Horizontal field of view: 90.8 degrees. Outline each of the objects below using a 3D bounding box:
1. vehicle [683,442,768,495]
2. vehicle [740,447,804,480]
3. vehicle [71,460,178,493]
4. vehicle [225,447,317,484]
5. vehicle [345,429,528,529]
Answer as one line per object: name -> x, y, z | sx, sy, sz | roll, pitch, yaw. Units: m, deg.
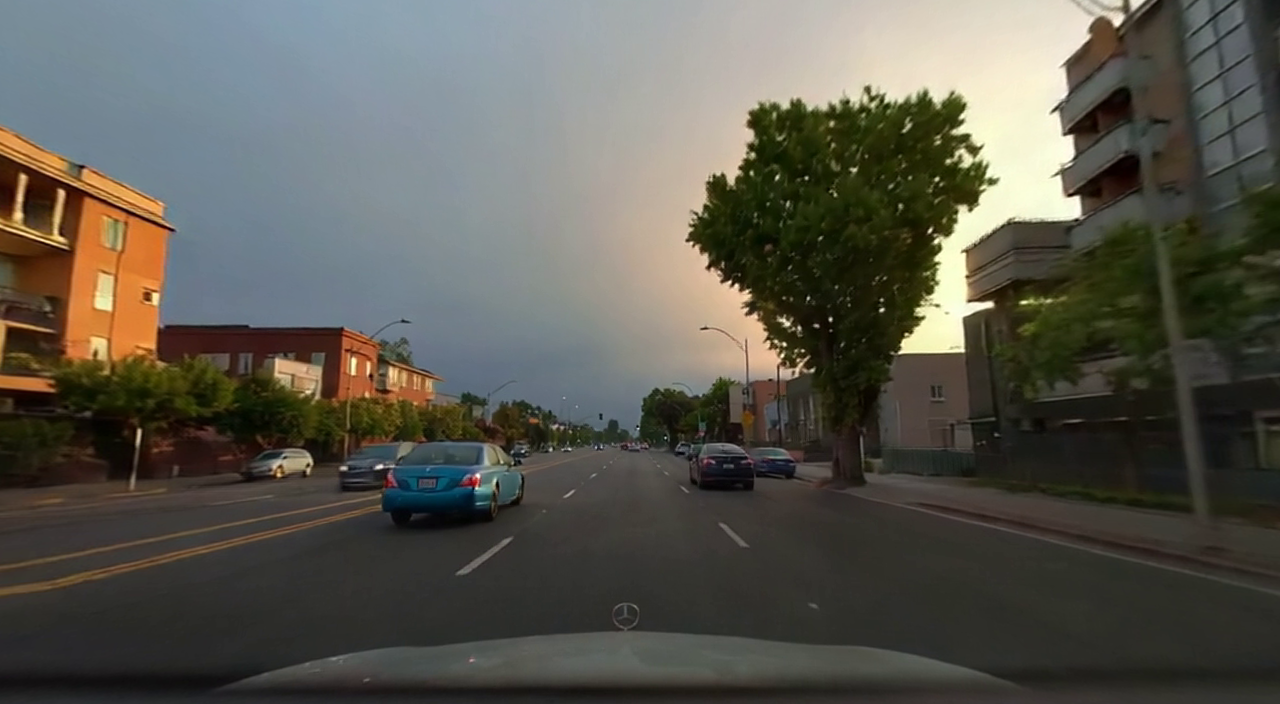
vehicle -> 2.576, 3.626, 20.123 | 1.978, 1.471, 4.426 | 1, -9, -2
vehicle -> 6.237, 5.341, 30.481 | 1.881, 1.439, 4.725 | 1, -9, -3
vehicle -> -25.868, 6.238, 31.780 | 3.625, 1.443, 1.939 | -1, -9, -3
vehicle -> -18.080, 5.549, 31.222 | 1.929, 1.665, 4.304 | 0, -9, 0
vehicle -> -3.526, 2.285, 11.905 | 2.062, 1.527, 4.044 | 0, -9, 0
